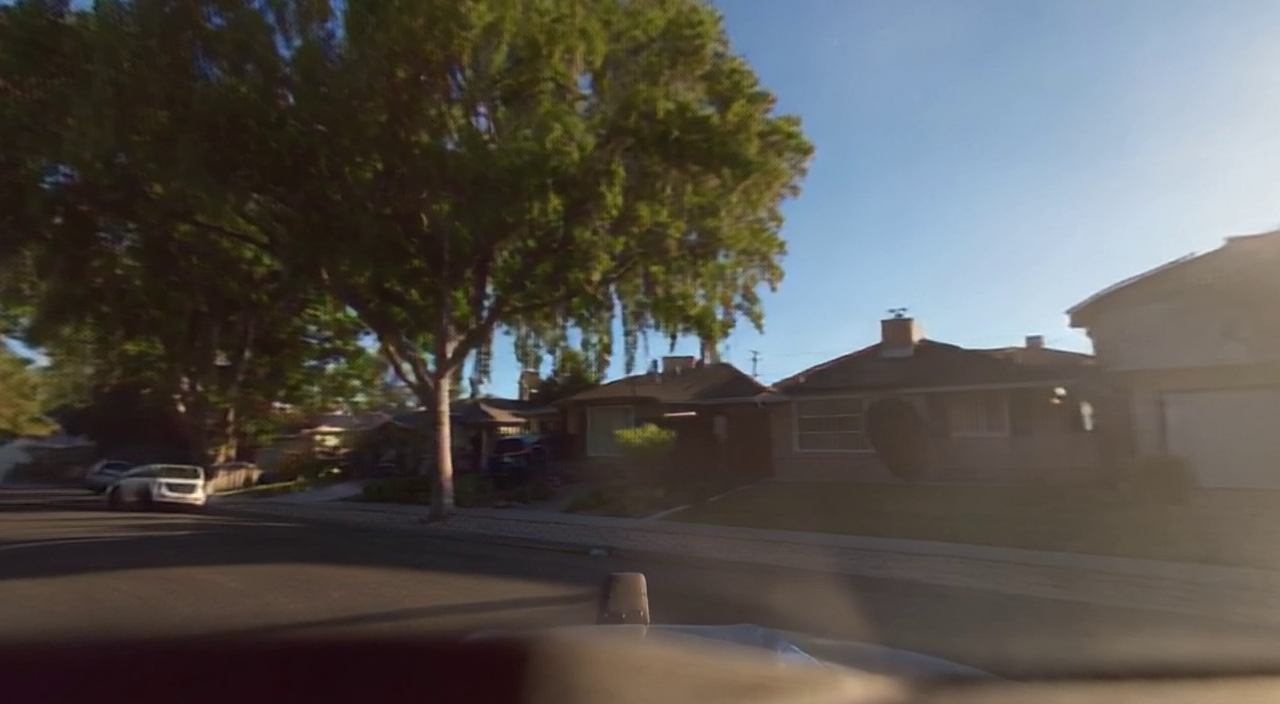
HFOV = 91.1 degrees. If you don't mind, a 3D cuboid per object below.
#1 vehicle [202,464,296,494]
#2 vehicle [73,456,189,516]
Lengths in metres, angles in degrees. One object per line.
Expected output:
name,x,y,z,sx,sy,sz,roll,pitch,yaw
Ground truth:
vehicle,-22.554,7.287,36.282,4.457,1.510,1.762,6,-10,-34
vehicle,-17.751,4.556,21.827,4.591,1.760,2.163,-7,-11,40
